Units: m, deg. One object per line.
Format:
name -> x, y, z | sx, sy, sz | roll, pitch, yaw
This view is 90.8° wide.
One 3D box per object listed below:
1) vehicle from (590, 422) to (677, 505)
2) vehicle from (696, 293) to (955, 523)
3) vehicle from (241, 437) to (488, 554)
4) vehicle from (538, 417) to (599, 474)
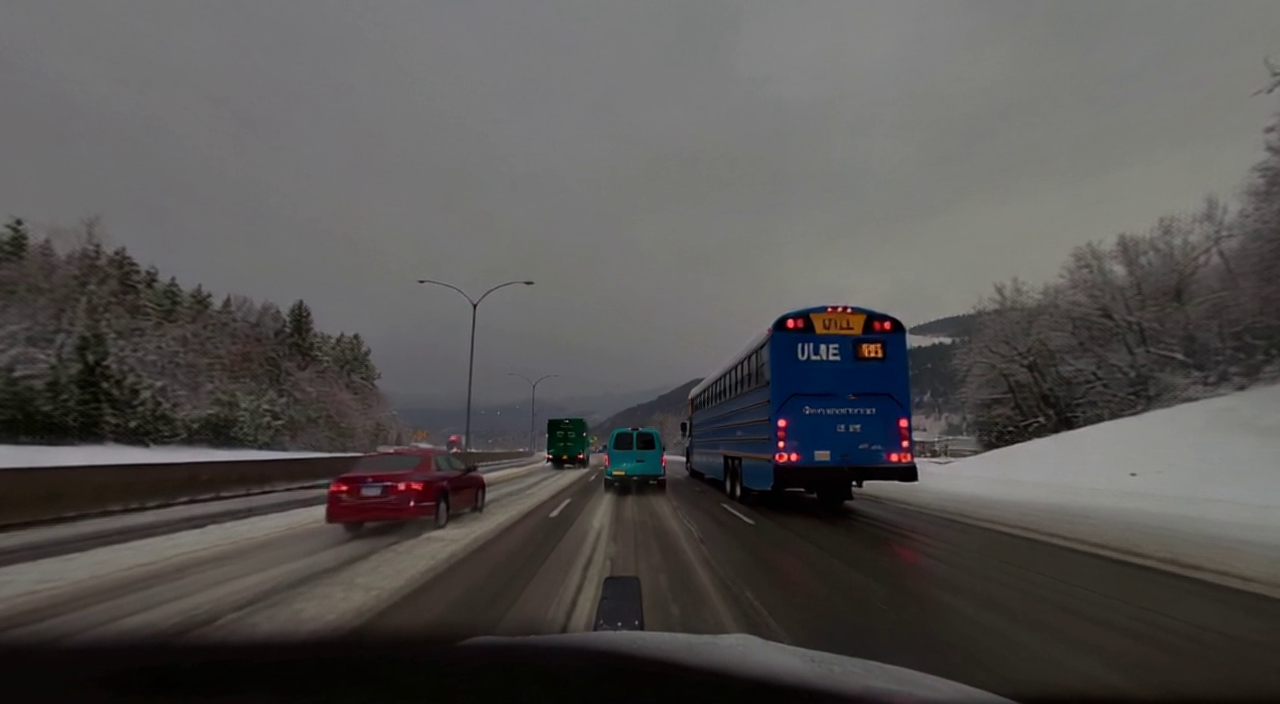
vehicle -> -0.224, 2.948, 17.083 | 2.037, 1.929, 4.343 | 0, -9, -2
vehicle -> 3.862, 1.930, 17.867 | 3.006, 4.101, 13.245 | 0, -9, -1
vehicle -> -3.995, 2.139, 10.129 | 2.039, 1.453, 4.197 | 0, -9, 0
vehicle -> -4.072, 5.602, 37.731 | 2.947, 3.009, 7.991 | 0, -9, -1
